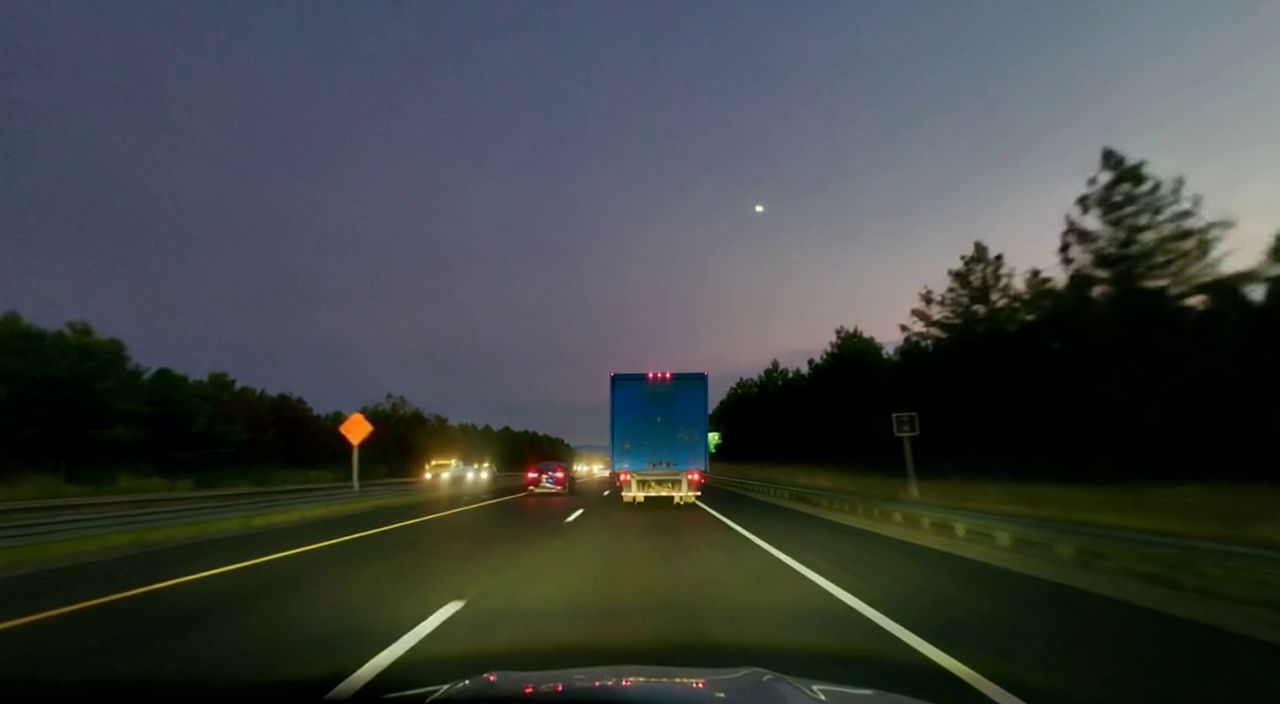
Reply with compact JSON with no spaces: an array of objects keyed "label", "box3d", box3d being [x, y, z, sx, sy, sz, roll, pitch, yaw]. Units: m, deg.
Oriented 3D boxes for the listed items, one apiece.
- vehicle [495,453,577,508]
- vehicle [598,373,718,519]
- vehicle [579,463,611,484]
[{"label":"vehicle","box3d":[-3.496,4.450,22.056,2.076,1.691,4.555,1,-10,0]},{"label":"vehicle","box3d":[0.396,3.230,20.869,3.008,3.678,9.512,1,-10,-1]},{"label":"vehicle","box3d":[-3.400,9.336,48.488,2.079,1.506,4.821,0,-10,1]}]
